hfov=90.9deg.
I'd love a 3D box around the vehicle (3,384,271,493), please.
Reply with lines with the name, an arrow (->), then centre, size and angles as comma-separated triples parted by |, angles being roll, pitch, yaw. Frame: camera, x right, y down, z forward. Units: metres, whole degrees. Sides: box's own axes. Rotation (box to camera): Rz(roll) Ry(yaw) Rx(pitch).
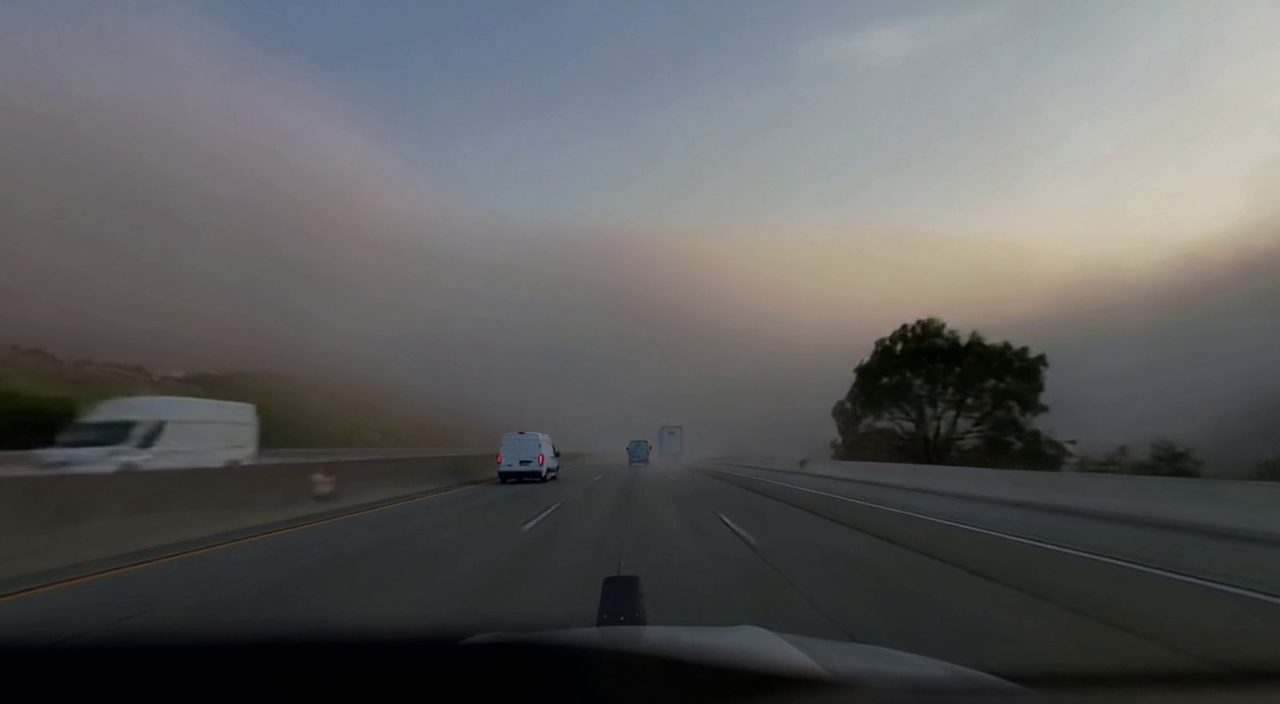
vehicle -> -19.423, 3.601, 25.647 | 2.958, 3.583, 9.528 | 0, -9, 0

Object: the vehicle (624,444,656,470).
vehicle -> 0.004, 7.461, 45.009 | 2.166, 1.747, 4.299 | 0, -9, 0

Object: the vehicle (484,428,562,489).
vehicle -> -4.166, 3.906, 23.309 | 1.955, 2.004, 4.792 | 0, -9, 0
